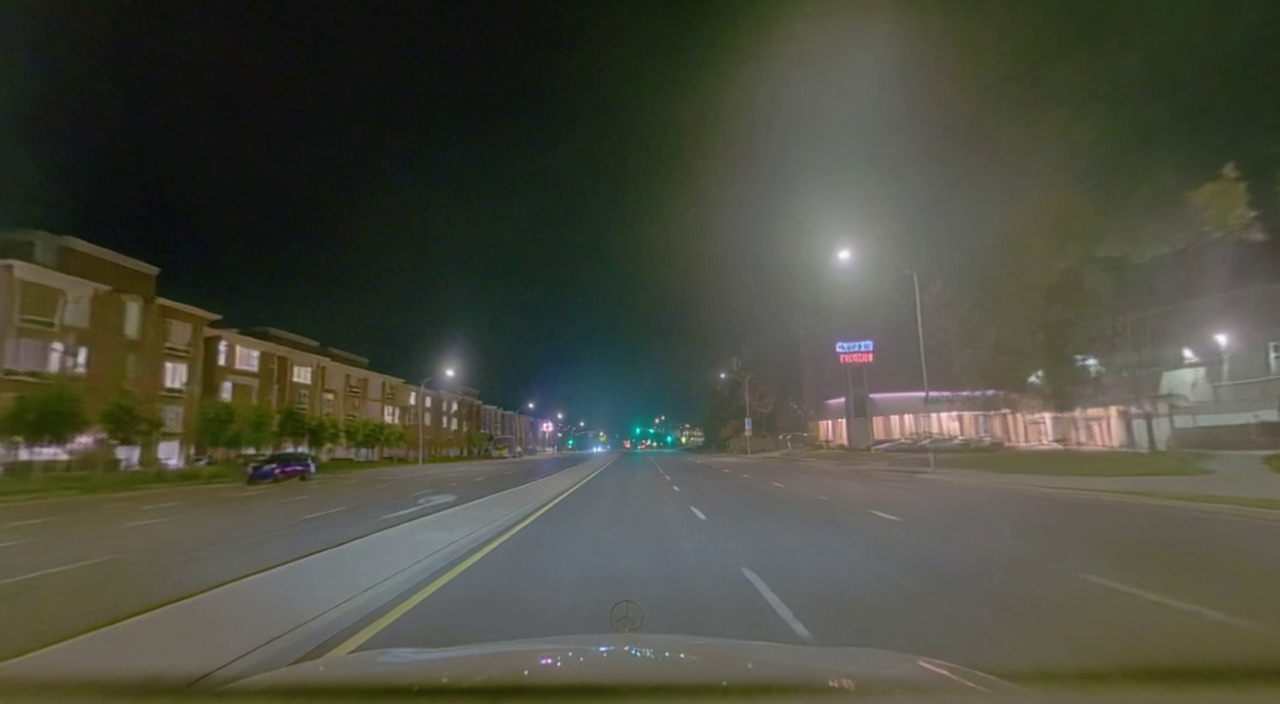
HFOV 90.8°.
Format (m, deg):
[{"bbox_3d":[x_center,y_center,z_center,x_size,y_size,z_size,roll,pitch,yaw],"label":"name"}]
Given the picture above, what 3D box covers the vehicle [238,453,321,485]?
[{"bbox_3d":[-19.304,6.229,34.048,2.018,1.476,4.310,-2,-9,-1],"label":"vehicle"}]
